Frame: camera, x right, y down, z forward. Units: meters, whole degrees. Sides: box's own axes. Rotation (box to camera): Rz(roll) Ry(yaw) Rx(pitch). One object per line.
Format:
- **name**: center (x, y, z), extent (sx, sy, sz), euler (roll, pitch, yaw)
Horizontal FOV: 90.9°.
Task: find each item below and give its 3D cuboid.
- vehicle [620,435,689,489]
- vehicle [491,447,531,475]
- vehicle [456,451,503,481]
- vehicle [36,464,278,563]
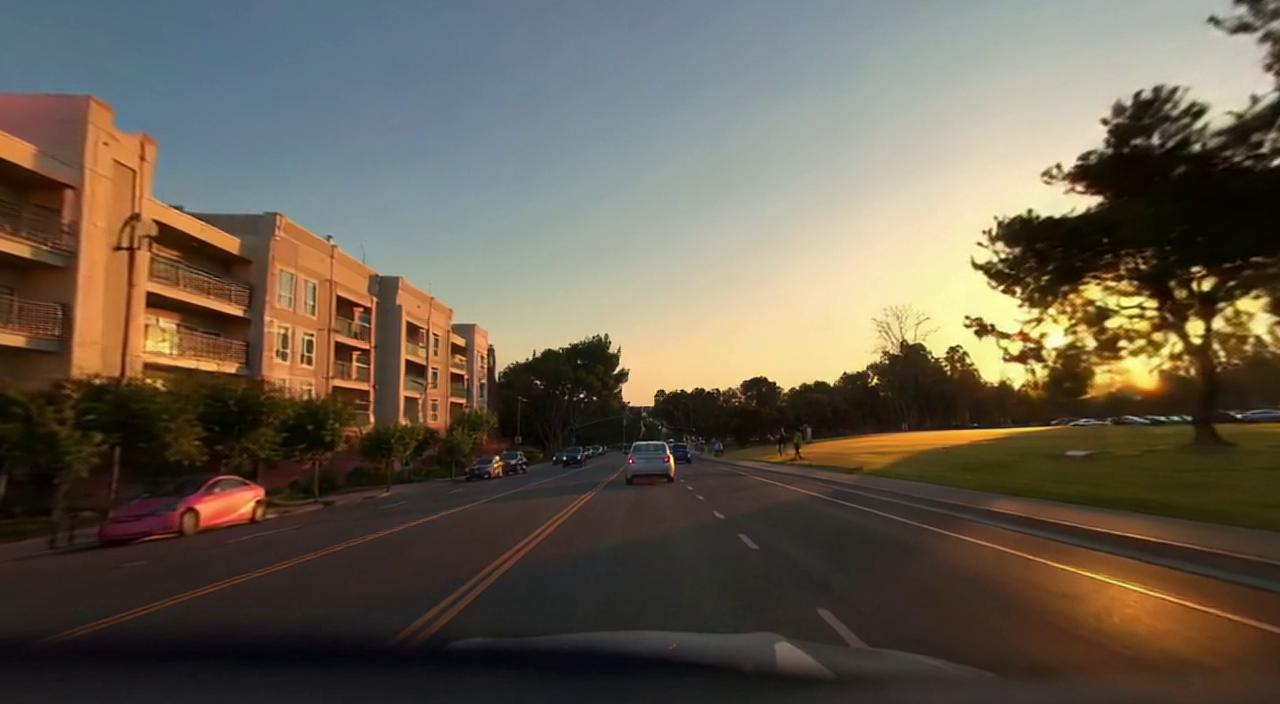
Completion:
- **vehicle**: center (0.421, 3.686, 21.385), extent (2.132, 1.632, 3.838), euler (-1, -8, -1)
- **vehicle**: center (-9.963, 8.440, 48.987), extent (2.032, 1.833, 4.465), euler (-4, -8, 1)
- **vehicle**: center (-10.087, 7.173, 39.866), extent (1.932, 1.607, 4.191), euler (-4, -8, -2)
- **vehicle**: center (-10.440, 3.451, 14.149), extent (1.955, 1.467, 4.467), euler (-7, -9, 0)
